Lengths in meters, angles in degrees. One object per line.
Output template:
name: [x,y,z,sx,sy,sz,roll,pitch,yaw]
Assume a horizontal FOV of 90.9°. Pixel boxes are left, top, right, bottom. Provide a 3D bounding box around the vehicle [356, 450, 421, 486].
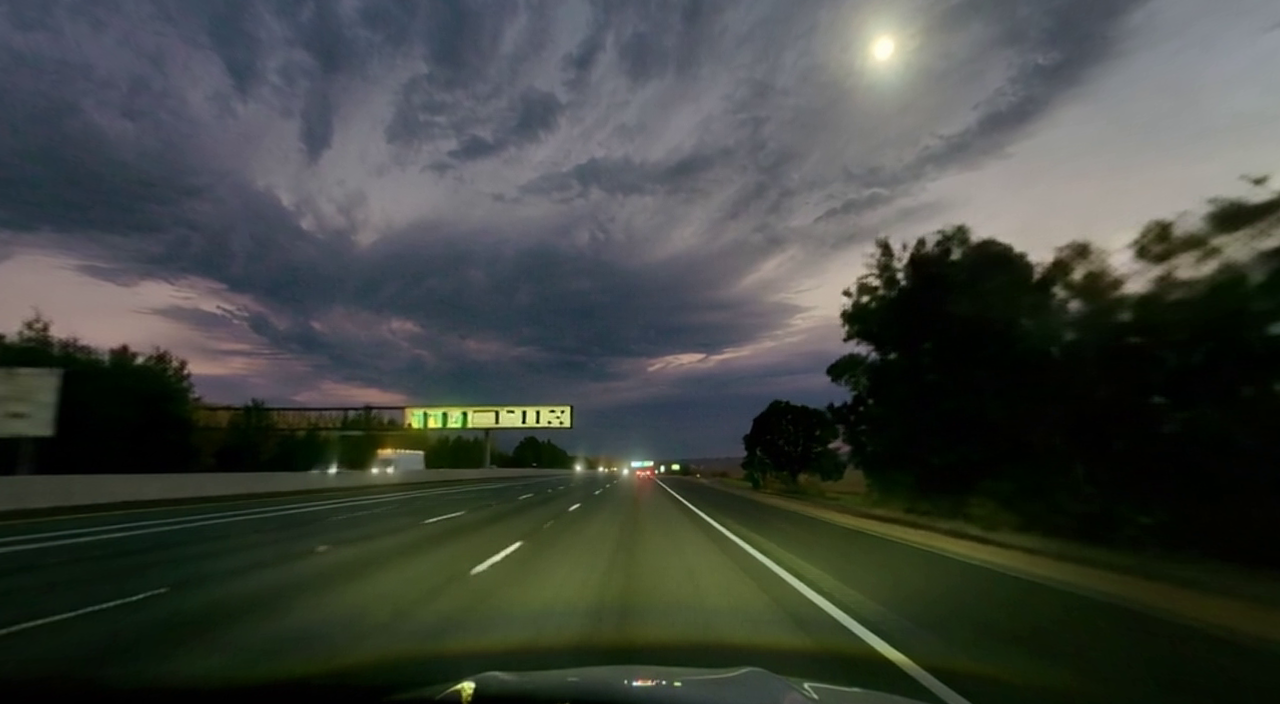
vehicle: [-19.070,8.880,48.178,2.391,2.511,5.870,1,-10,1]
